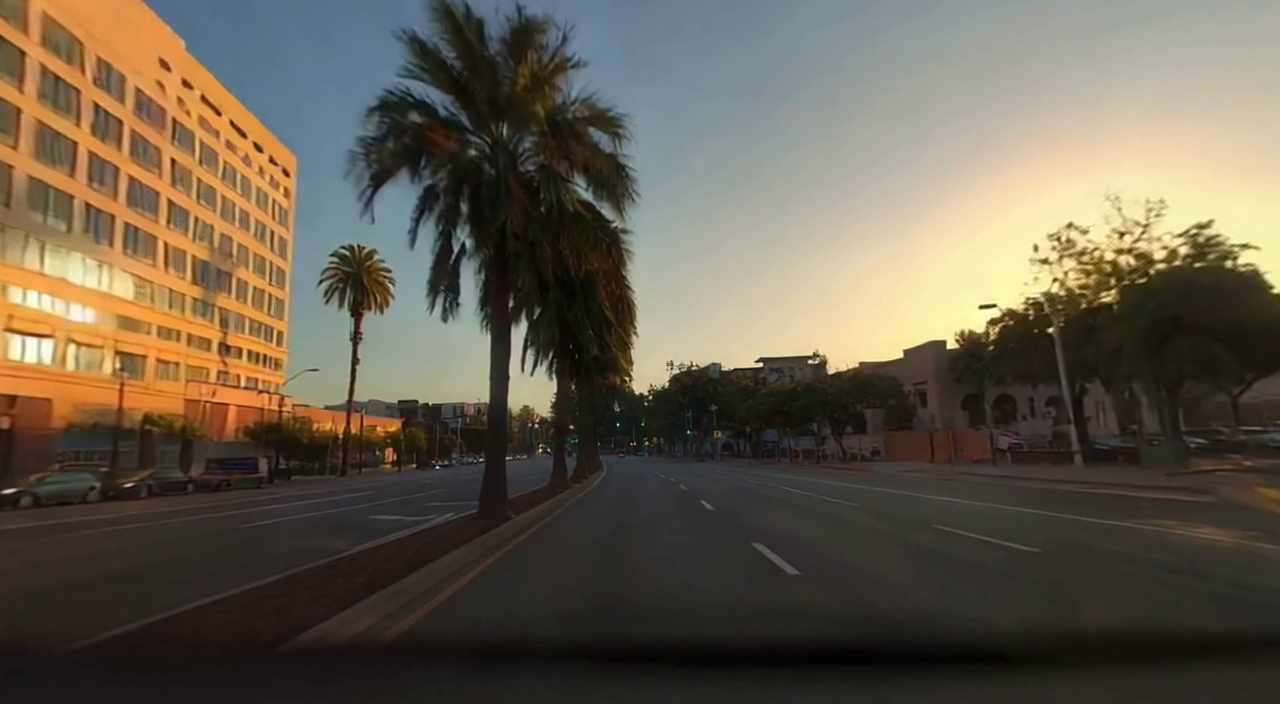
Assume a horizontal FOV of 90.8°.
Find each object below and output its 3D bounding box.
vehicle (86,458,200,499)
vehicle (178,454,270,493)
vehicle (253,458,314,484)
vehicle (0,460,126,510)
[{"bbox_3d":[-25.660,6.527,32.925,2.136,1.843,5.019,0,-9,-4],"label":"vehicle"},{"bbox_3d":[-25.614,7.435,39.189,2.291,2.040,5.186,-3,-8,-1],"label":"vehicle"},{"bbox_3d":[-26.533,8.855,47.155,1.972,1.729,4.782,0,-9,-3],"label":"vehicle"},{"bbox_3d":[-25.281,5.604,27.156,2.099,1.814,5.092,0,-9,-1],"label":"vehicle"}]
